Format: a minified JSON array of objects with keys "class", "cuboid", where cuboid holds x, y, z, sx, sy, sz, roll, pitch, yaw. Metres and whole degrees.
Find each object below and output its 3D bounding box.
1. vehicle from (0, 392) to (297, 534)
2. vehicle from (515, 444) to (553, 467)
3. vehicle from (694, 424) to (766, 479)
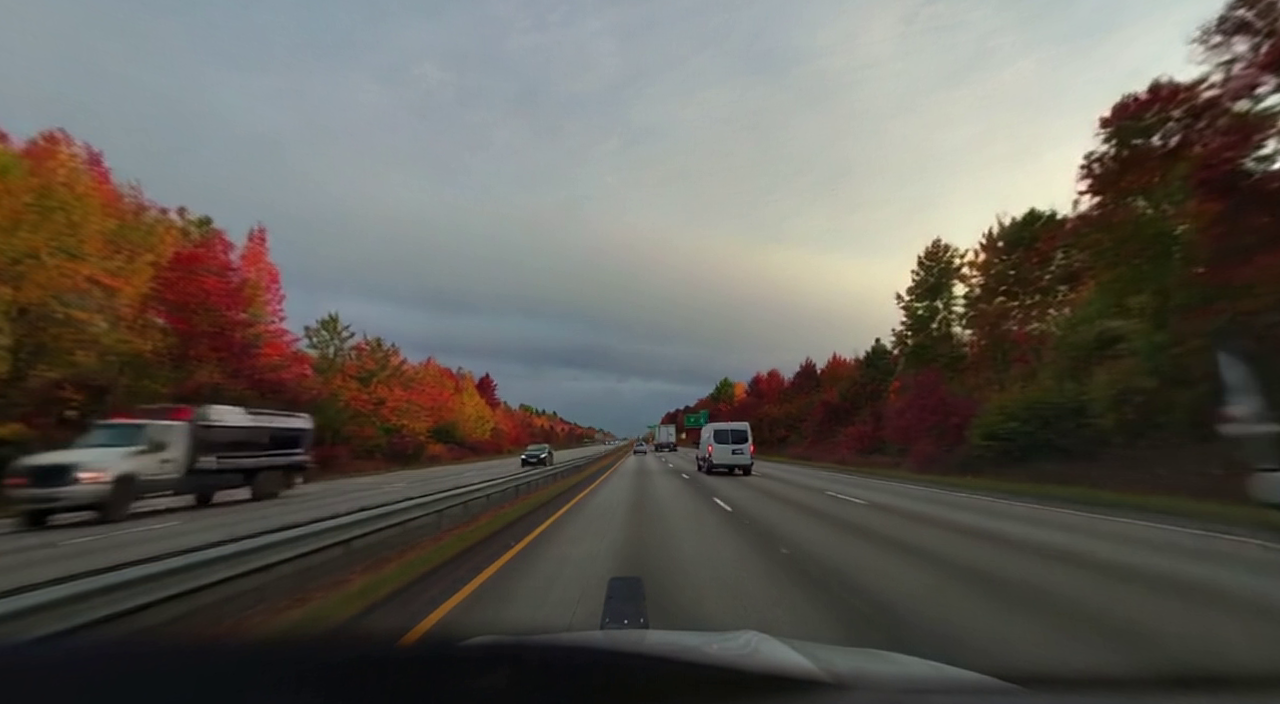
[{"class":"vehicle","cuboid":[-11.207,2.529,14.990,2.451,2.664,6.216,0,-8,1]},{"class":"vehicle","cuboid":[-7.232,7.102,43.347,1.872,1.518,4.401,0,-8,0]},{"class":"vehicle","cuboid":[3.726,4.230,26.966,2.291,2.112,5.052,0,-8,0]}]
